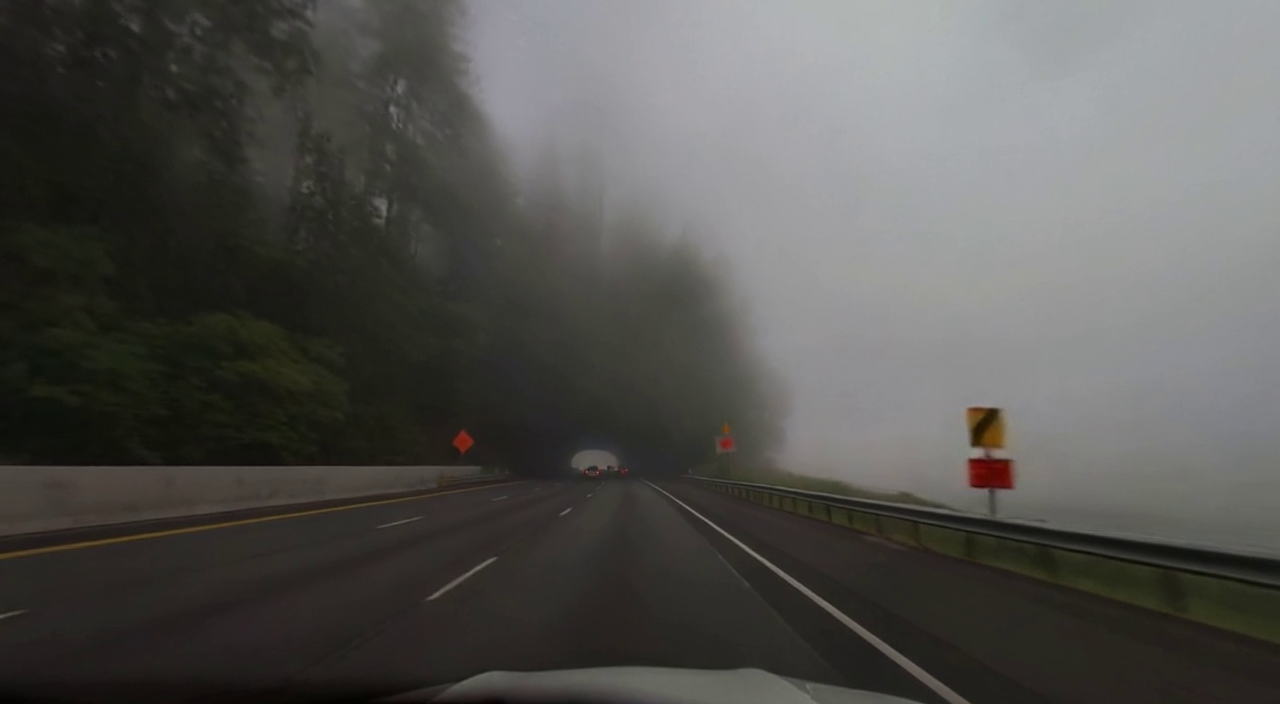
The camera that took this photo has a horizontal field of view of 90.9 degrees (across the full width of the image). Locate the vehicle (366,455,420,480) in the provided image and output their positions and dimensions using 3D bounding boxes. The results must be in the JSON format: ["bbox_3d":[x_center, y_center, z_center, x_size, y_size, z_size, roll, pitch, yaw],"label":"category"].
[{"bbox_3d":[-17.548,8.243,45.053,2.041,1.667,4.698,1,-10,-1],"label":"vehicle"}]
